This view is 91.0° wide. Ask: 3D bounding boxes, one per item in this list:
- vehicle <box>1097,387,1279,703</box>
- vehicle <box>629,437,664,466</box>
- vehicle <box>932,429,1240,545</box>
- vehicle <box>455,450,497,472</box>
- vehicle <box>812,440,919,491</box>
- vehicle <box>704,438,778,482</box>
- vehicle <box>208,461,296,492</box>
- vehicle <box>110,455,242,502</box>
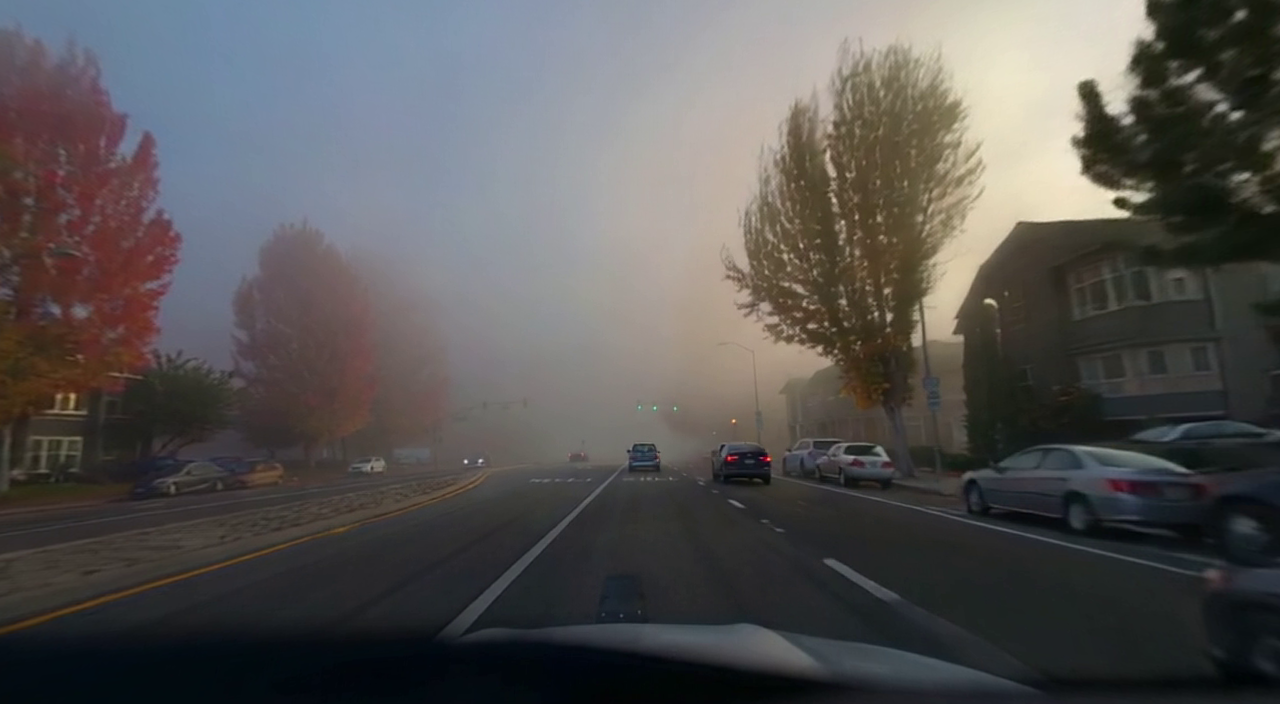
[{"bbox_3d":[3.299,0.666,0.830,1.977,1.498,4.521,0,-8,0],"label":"vehicle"},{"bbox_3d":[0.444,6.717,42.628,2.239,1.856,4.815,0,-8,0],"label":"vehicle"},{"bbox_3d":[6.994,2.137,10.661,2.028,1.532,4.379,0,-8,1],"label":"vehicle"},{"bbox_3d":[-12.177,8.093,47.017,1.988,1.508,4.650,0,-8,-1],"label":"vehicle"},{"bbox_3d":[7.326,3.716,20.993,1.928,1.480,4.464,0,-8,1],"label":"vehicle"},{"bbox_3d":[3.868,4.213,24.909,2.178,1.546,4.311,0,-8,0],"label":"vehicle"},{"bbox_3d":[-21.929,7.025,35.826,1.930,1.542,4.817,0,-8,0],"label":"vehicle"},{"bbox_3d":[-21.895,5.929,30.083,2.142,1.900,5.489,0,-8,0],"label":"vehicle"}]
